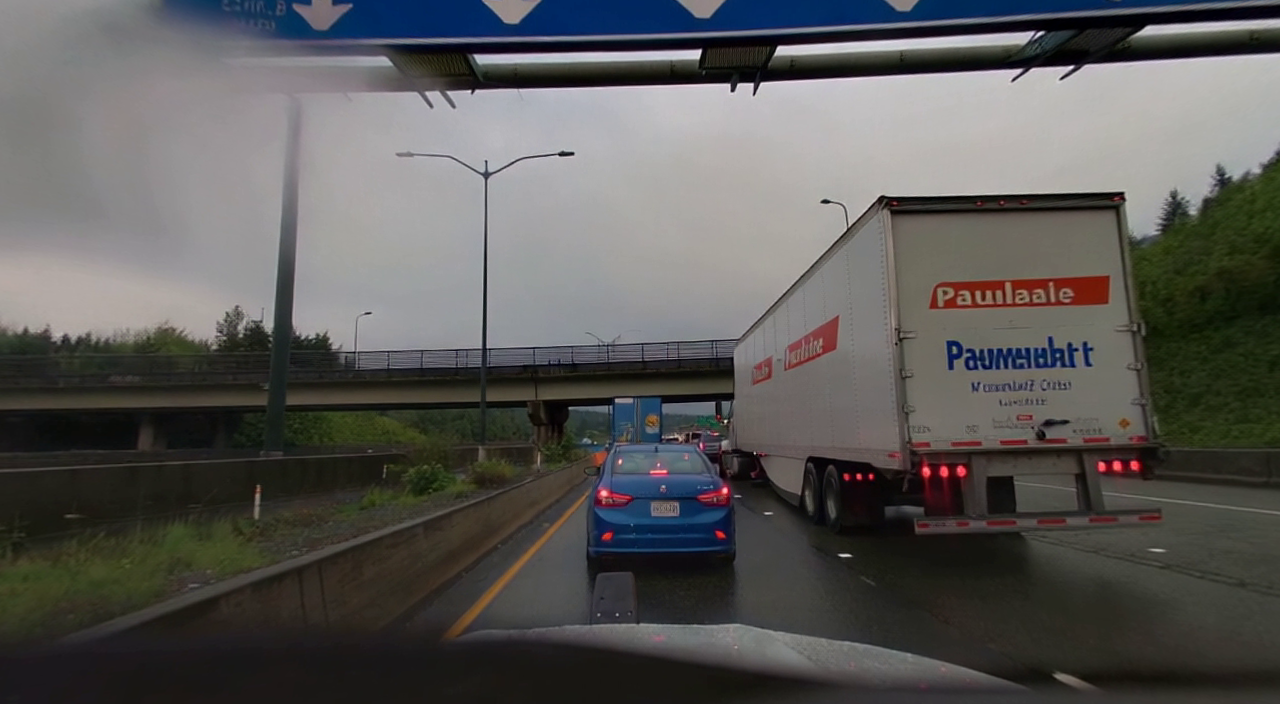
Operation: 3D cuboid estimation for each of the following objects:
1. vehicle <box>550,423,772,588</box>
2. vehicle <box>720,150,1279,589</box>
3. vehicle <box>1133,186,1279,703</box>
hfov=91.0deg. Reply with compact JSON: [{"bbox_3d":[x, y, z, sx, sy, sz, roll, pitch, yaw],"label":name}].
[{"bbox_3d":[0.179,1.676,7.685,2.045,1.490,3.597,-1,-8,0],"label":"vehicle"},{"bbox_3d":[4.183,1.053,12.926,2.827,4.081,14.305,0,-8,-1],"label":"vehicle"},{"bbox_3d":[4.729,0.119,0.616,2.892,2.615,6.650,0,-8,-2],"label":"vehicle"}]
